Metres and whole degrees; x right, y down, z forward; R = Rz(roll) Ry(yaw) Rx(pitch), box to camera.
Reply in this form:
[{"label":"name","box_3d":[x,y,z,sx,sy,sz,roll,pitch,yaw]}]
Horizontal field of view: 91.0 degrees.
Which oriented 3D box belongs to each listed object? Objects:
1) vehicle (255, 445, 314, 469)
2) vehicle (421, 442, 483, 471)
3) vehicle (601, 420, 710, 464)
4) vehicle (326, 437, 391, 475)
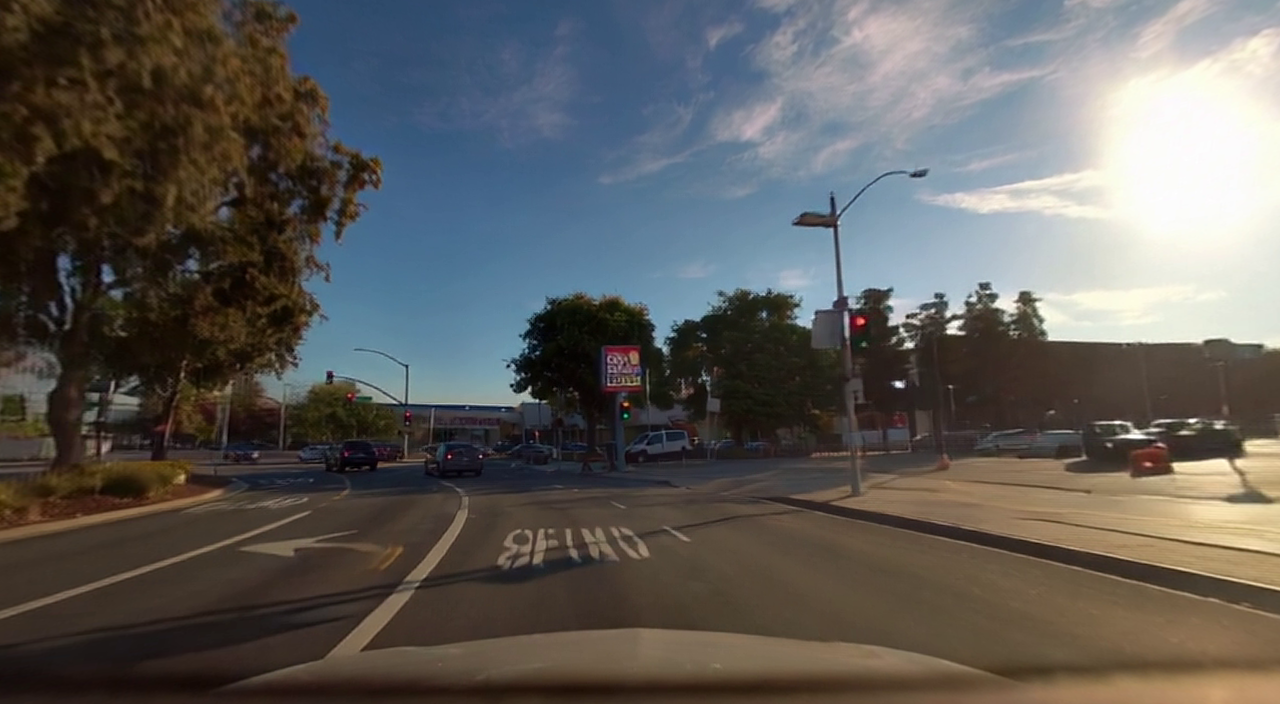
[{"label":"vehicle","box_3d":[-26.346,7.750,46.648,4.546,1.650,1.940,-6,-11,35]},{"label":"vehicle","box_3d":[-12.783,7.046,42.658,2.202,1.822,4.826,7,-11,-39]},{"label":"vehicle","box_3d":[1.166,6.851,47.729,7.741,3.106,2.906,-4,-10,26]},{"label":"vehicle","box_3d":[-16.338,5.970,36.404,2.254,2.006,4.766,7,-11,-37]}]
